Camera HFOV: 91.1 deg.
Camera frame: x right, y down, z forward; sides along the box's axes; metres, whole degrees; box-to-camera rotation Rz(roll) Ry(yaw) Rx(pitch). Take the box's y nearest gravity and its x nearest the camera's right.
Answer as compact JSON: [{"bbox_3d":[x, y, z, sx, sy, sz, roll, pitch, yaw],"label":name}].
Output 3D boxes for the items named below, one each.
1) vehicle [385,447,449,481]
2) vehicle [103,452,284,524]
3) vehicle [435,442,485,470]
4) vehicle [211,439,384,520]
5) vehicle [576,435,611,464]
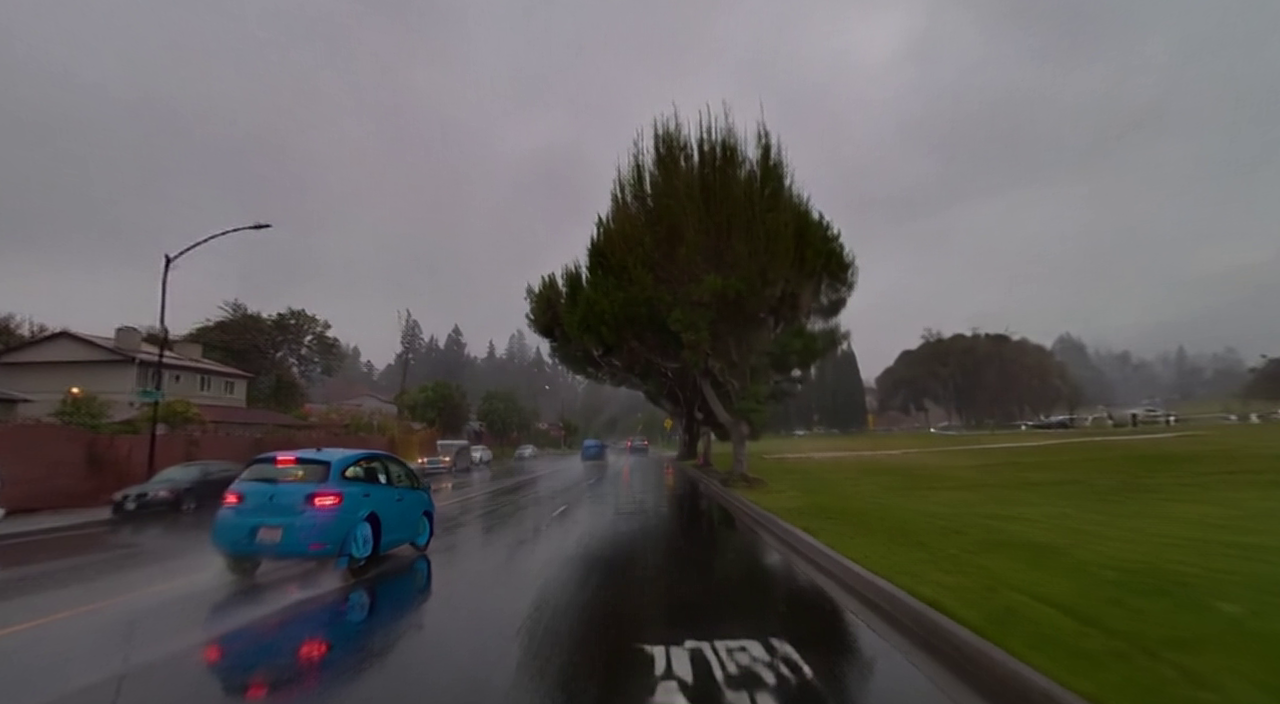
[{"bbox_3d":[-12.335,6.208,35.062,2.106,1.701,4.629,0,-8,-3],"label":"vehicle"},{"bbox_3d":[-12.298,3.699,17.757,1.910,1.462,4.581,-4,-7,-2],"label":"vehicle"},{"bbox_3d":[-12.277,7.133,43.054,2.066,1.785,4.608,0,-9,0],"label":"vehicle"},{"bbox_3d":[-9.108,3.393,17.320,2.019,1.907,4.697,0,-9,1],"label":"vehicle"},{"bbox_3d":[-3.025,6.479,41.838,1.908,1.809,4.230,0,-8,1],"label":"vehicle"}]
